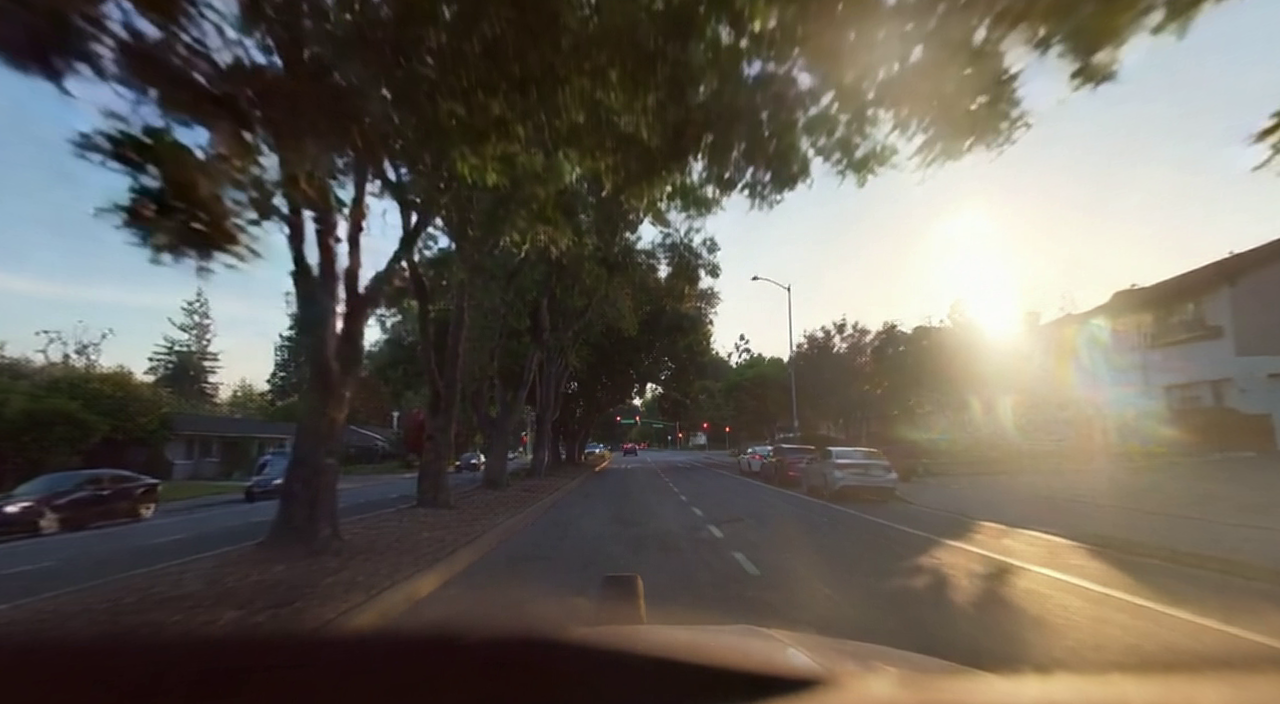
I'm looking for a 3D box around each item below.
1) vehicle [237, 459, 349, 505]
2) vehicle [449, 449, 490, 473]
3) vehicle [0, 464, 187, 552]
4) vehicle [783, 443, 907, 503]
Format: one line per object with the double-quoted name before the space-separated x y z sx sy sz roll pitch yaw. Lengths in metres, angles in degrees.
"vehicle" -12.837 4.785 23.710 1.812 1.454 4.351 0 -9 -2
"vehicle" -13.039 8.335 48.506 1.916 1.754 4.337 0 -9 0
"vehicle" -12.786 3.338 14.154 1.817 1.485 4.687 0 -9 0
"vehicle" 5.556 3.313 17.789 1.875 1.466 4.355 0 -9 -2
